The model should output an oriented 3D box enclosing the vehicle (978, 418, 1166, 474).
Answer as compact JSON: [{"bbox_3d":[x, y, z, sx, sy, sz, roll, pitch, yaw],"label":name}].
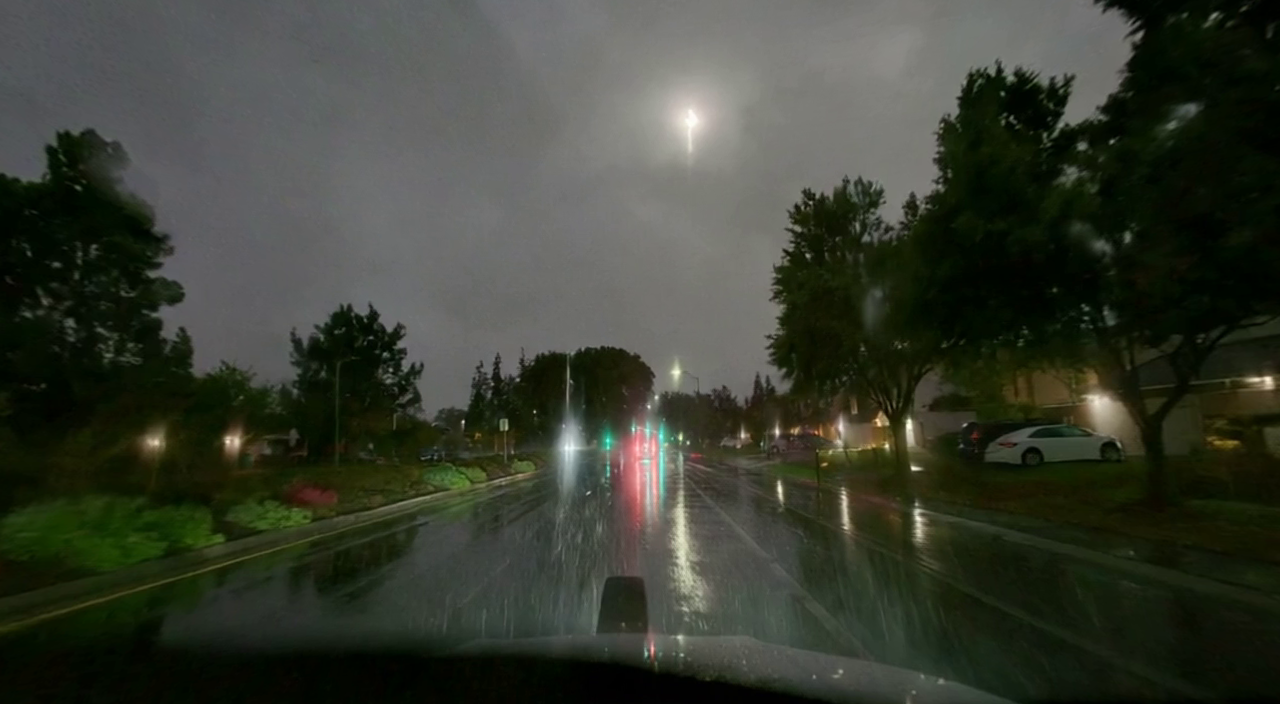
[{"bbox_3d":[13.577,2.952,19.962,4.447,1.519,1.955,-2,-6,1],"label":"vehicle"}]

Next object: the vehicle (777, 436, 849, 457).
[{"bbox_3d":[12.739,6.962,46.370,4.787,1.494,1.887,0,-8,0],"label":"vehicle"}]

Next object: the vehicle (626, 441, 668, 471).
[{"bbox_3d":[0.368,5.501,33.355,2.054,1.456,4.003,0,-8,1],"label":"vehicle"}]
